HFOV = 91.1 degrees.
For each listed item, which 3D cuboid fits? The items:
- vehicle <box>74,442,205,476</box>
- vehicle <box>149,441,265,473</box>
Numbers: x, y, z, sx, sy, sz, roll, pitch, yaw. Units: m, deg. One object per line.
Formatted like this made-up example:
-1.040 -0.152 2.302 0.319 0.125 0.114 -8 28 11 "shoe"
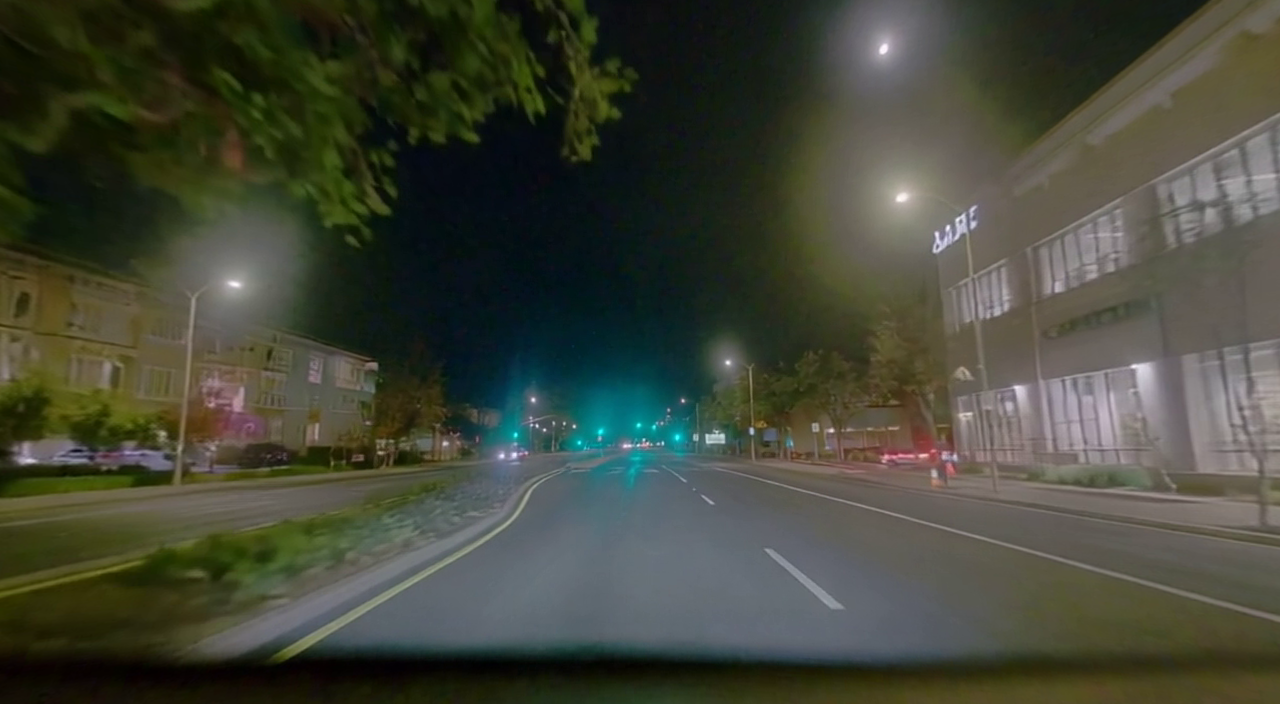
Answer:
-26.047 5.572 32.828 4.946 1.656 2.016 1 -9 -4 "vehicle"
-26.488 6.408 38.555 5.511 1.863 2.092 0 -8 -2 "vehicle"
